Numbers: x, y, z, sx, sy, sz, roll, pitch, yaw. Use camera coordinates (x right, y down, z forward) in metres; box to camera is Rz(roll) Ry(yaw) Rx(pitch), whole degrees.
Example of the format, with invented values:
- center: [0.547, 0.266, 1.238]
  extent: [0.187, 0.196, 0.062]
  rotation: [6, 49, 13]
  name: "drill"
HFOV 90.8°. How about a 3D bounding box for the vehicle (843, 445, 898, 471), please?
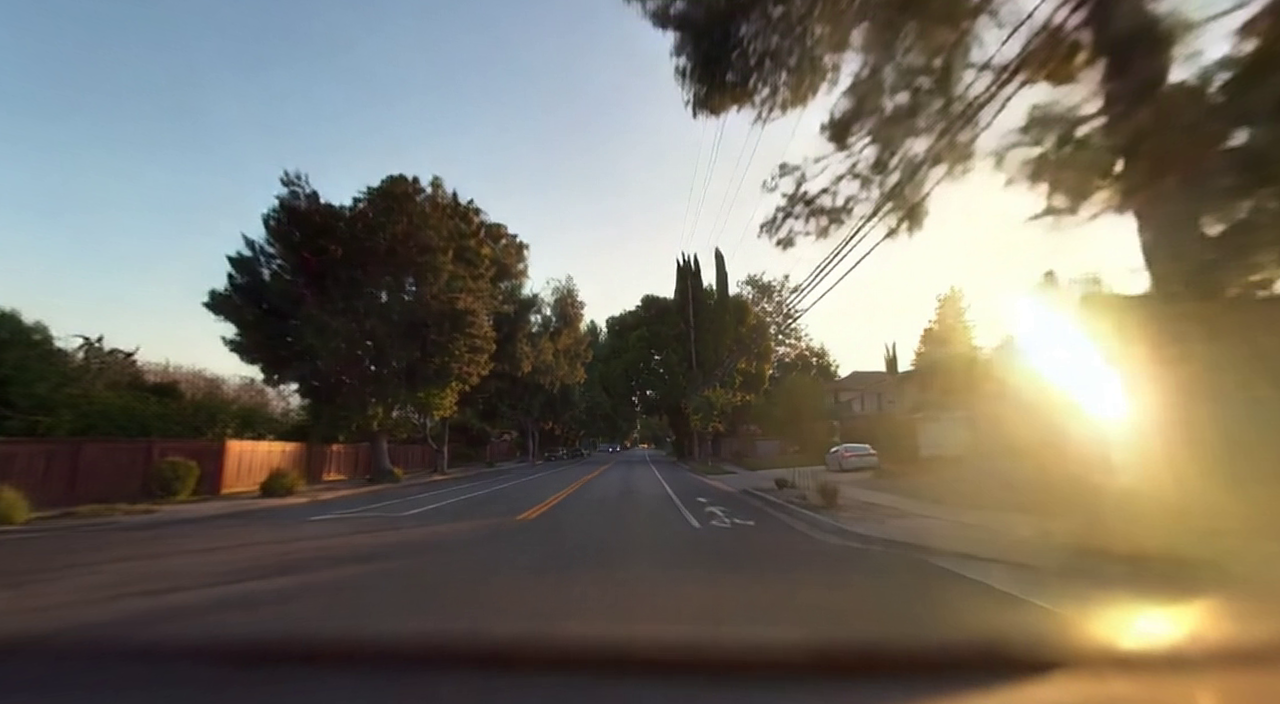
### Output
- center: [14.640, 6.749, 40.391]
  extent: [1.810, 1.470, 4.551]
  rotation: [1, -8, 0]
  name: "vehicle"
